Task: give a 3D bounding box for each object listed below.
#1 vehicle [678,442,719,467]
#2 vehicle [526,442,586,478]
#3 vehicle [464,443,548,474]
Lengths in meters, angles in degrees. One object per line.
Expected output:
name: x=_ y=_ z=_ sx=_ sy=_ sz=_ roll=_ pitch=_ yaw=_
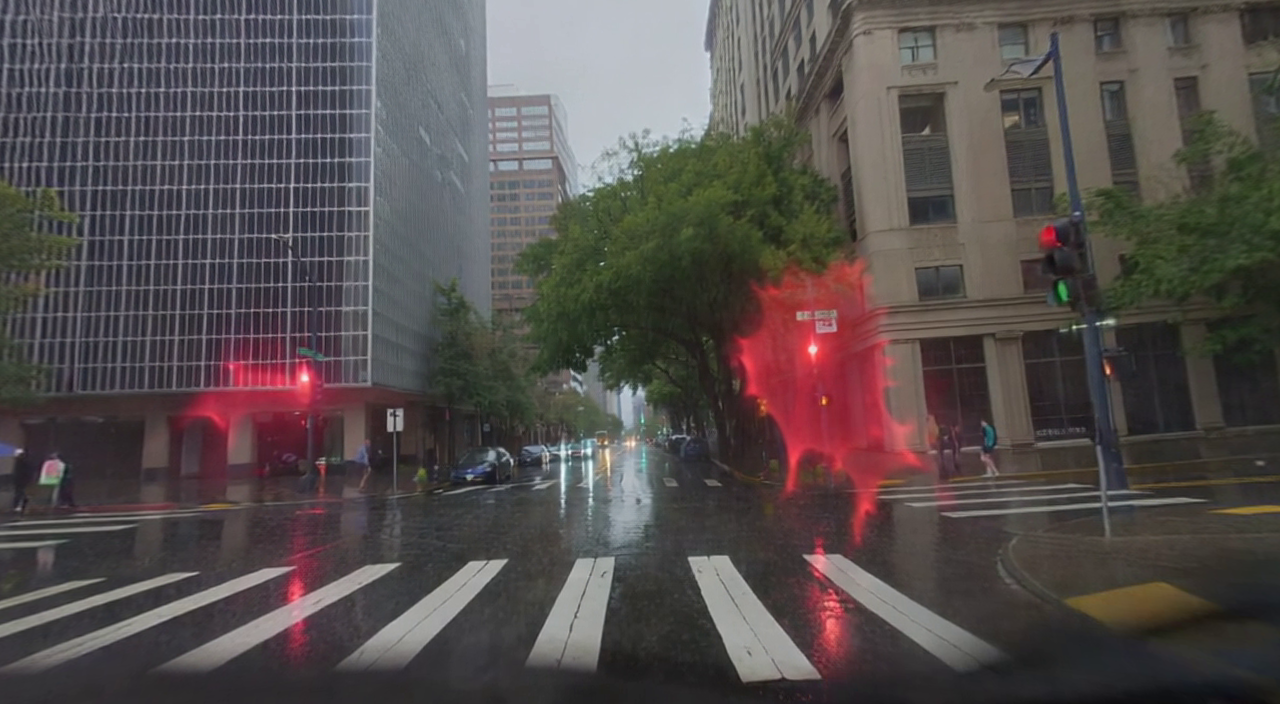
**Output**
vehicle: x=3.540 y=6.283 z=38.866 sx=1.853 sy=1.426 sz=4.160 roll=1 pitch=-8 yaw=-3
vehicle: x=-3.670 y=4.817 z=28.454 sx=1.989 sy=1.481 sz=4.500 roll=0 pitch=-8 yaw=1
vehicle: x=-8.024 y=6.365 z=38.017 sx=1.963 sy=1.726 sz=4.526 roll=-8 pitch=-12 yaw=44
